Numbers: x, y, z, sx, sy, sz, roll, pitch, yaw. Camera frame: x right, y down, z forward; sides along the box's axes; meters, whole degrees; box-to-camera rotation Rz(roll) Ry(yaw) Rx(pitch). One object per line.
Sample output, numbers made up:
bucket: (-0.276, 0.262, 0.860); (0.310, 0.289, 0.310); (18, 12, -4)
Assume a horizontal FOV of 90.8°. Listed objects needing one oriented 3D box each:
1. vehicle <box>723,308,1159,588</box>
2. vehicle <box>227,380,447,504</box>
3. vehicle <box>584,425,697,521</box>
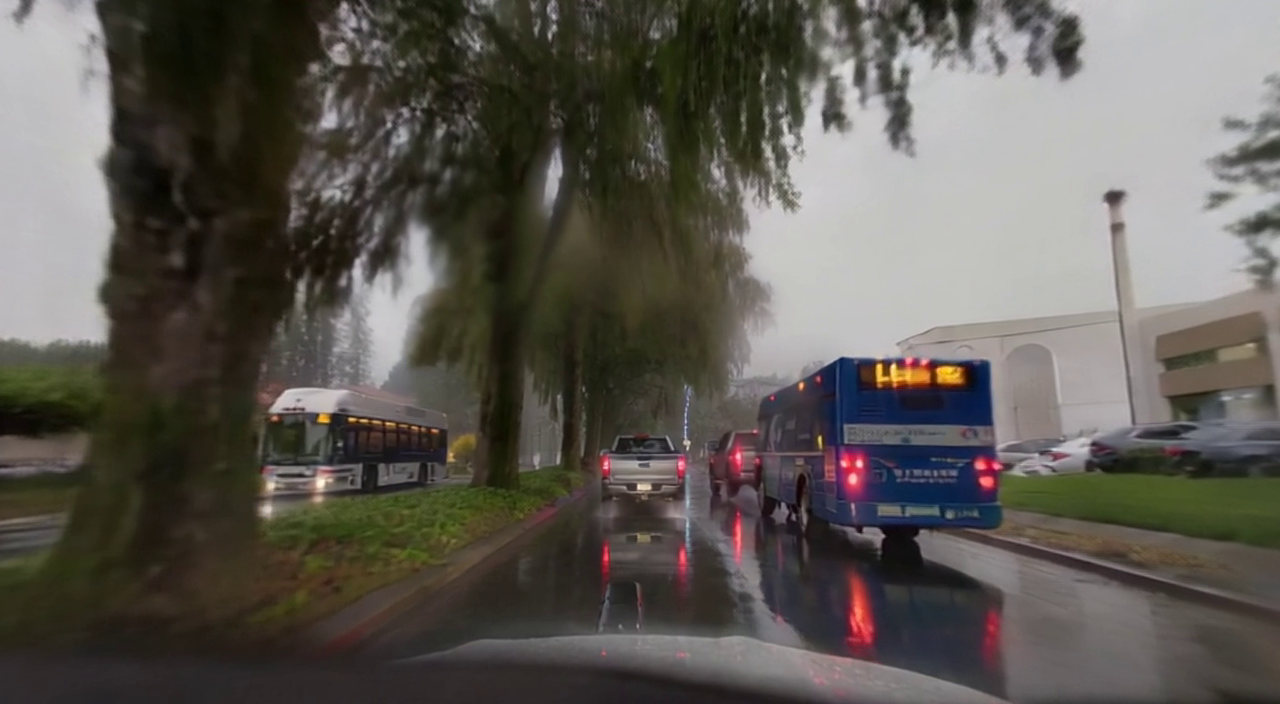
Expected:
vehicle: (3.951, 1.795, 12.196); (3.088, 3.057, 10.503); (0, -9, -1)
vehicle: (-11.816, 3.859, 27.014); (2.996, 4.022, 12.692); (0, -9, 0)
vehicle: (-0.003, 2.758, 15.032); (2.157, 1.816, 5.804); (0, -9, 0)
